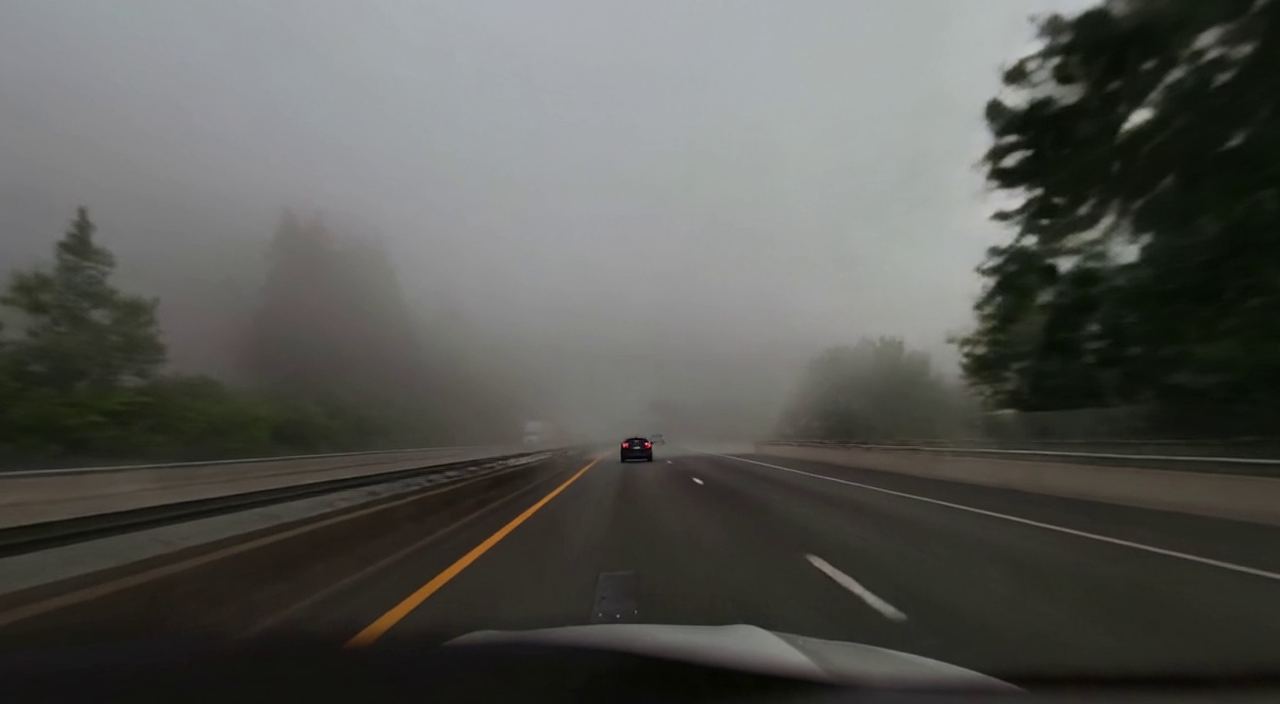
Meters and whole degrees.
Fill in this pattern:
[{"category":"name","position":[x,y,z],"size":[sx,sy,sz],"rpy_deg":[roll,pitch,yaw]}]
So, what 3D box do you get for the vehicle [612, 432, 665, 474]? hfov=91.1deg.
[{"category":"vehicle","position":[-0.088,3.856,24.276],"size":[1.897,1.479,3.724],"rpy_deg":[0,-8,-1]}]
